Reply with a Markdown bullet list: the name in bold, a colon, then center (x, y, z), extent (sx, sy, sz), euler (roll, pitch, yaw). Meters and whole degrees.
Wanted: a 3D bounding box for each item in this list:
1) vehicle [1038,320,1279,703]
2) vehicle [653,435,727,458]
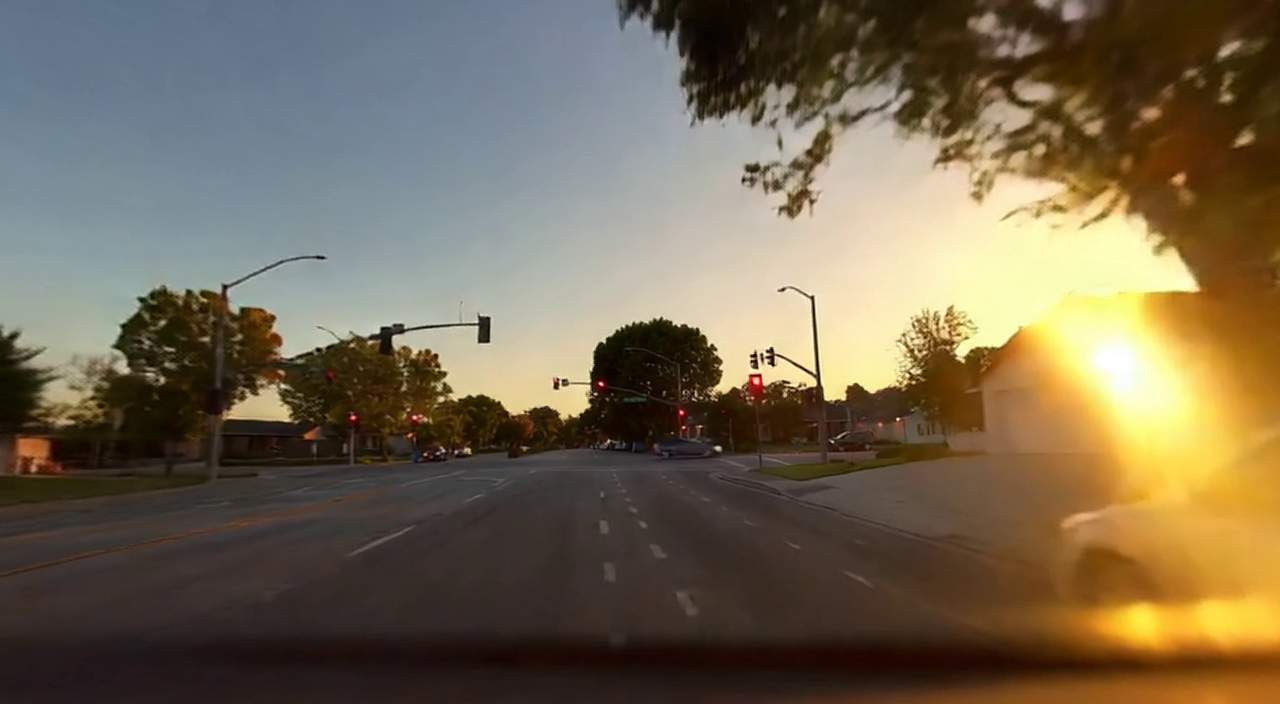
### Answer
- **vehicle**: center (3.844, 0.684, 1.892), extent (2.170, 1.869, 4.594), euler (0, -9, -1)
- **vehicle**: center (3.291, 6.331, 42.202), extent (4.759, 1.461, 1.788), euler (0, -9, -3)
